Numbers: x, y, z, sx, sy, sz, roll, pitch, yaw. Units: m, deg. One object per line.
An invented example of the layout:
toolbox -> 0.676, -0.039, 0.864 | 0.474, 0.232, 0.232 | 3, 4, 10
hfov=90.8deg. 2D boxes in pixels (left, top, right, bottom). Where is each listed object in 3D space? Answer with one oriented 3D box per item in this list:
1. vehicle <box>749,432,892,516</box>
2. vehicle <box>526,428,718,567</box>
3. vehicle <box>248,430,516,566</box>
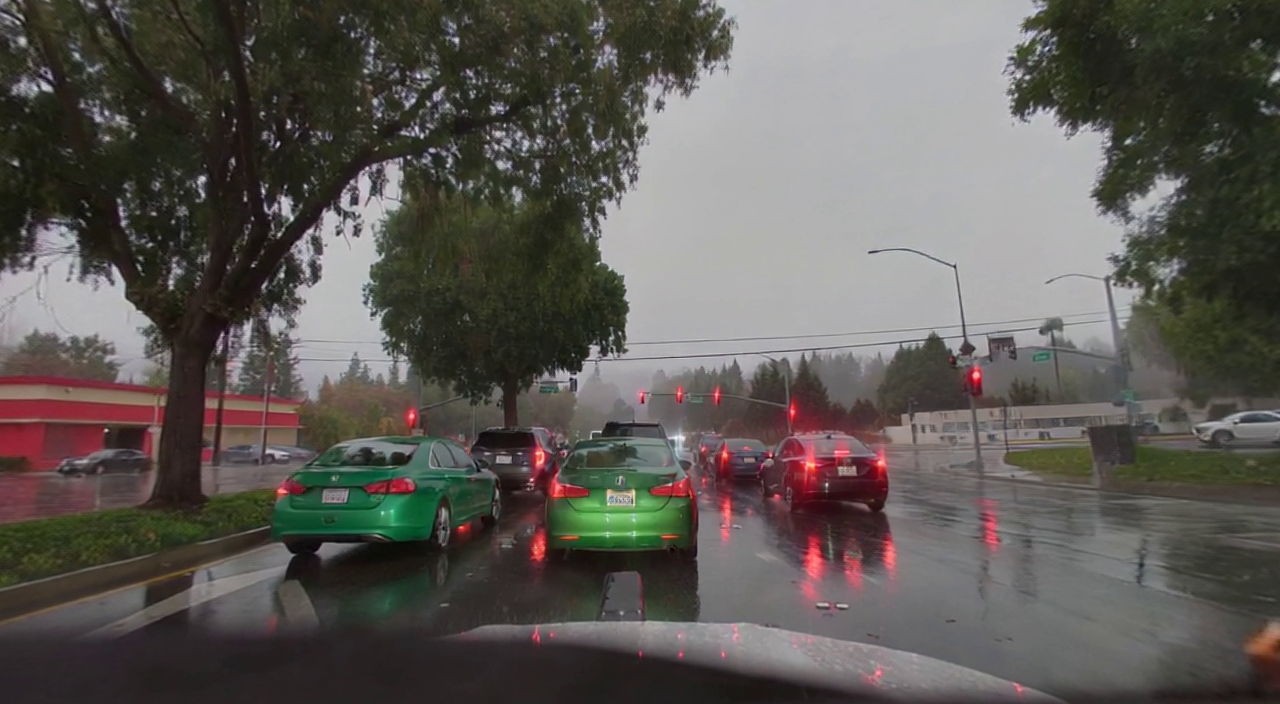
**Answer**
vehicle -> 3.553, 2.470, 13.271 | 1.880, 1.476, 3.932 | 0, -8, 1
vehicle -> -0.201, 1.835, 8.707 | 2.041, 1.450, 3.847 | 0, -8, 0
vehicle -> -3.203, 1.886, 8.940 | 1.917, 1.441, 4.128 | -1, -8, 2
